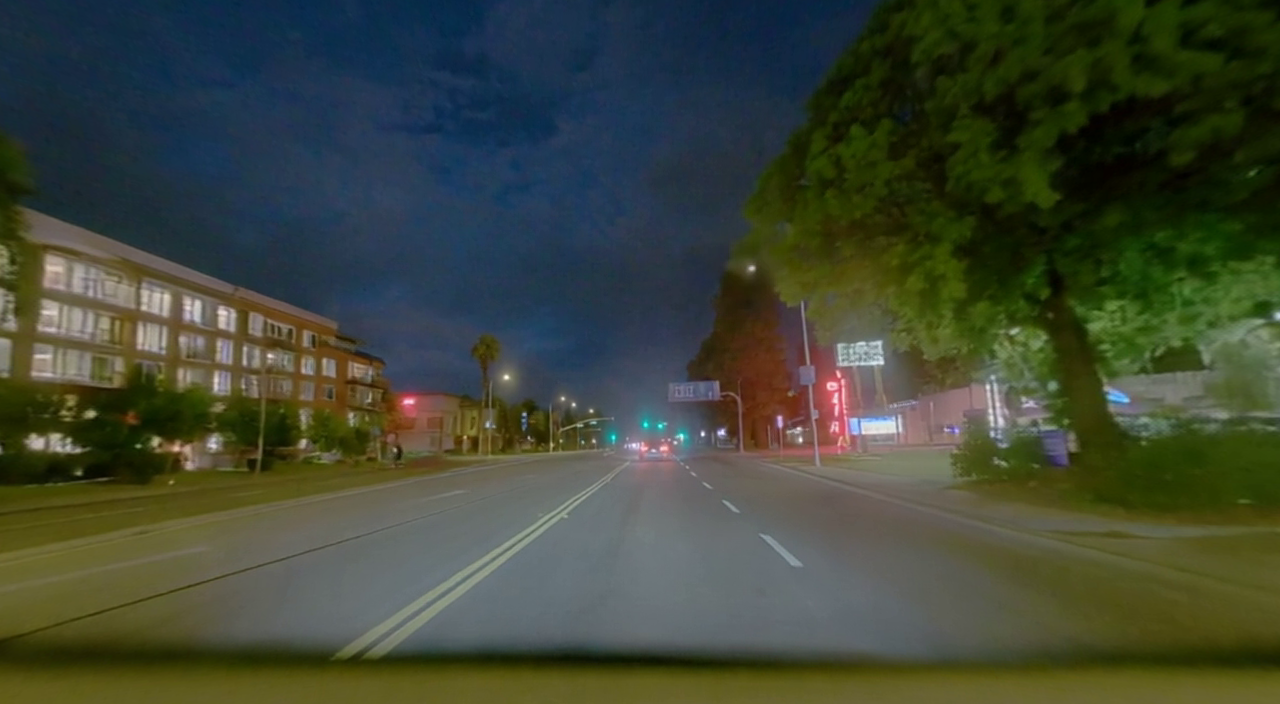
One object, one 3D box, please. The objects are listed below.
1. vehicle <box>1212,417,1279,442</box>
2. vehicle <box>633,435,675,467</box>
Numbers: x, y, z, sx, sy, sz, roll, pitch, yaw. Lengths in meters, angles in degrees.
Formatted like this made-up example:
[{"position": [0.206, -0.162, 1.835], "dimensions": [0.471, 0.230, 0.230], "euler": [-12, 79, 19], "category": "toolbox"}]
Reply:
[{"position": [37.526, 4.642, 37.637], "dimensions": [4.637, 1.477, 1.823], "euler": [-1, -8, 2], "category": "vehicle"}, {"position": [0.866, 5.657, 36.196], "dimensions": [2.235, 1.719, 4.292], "euler": [0, -8, 3], "category": "vehicle"}]
